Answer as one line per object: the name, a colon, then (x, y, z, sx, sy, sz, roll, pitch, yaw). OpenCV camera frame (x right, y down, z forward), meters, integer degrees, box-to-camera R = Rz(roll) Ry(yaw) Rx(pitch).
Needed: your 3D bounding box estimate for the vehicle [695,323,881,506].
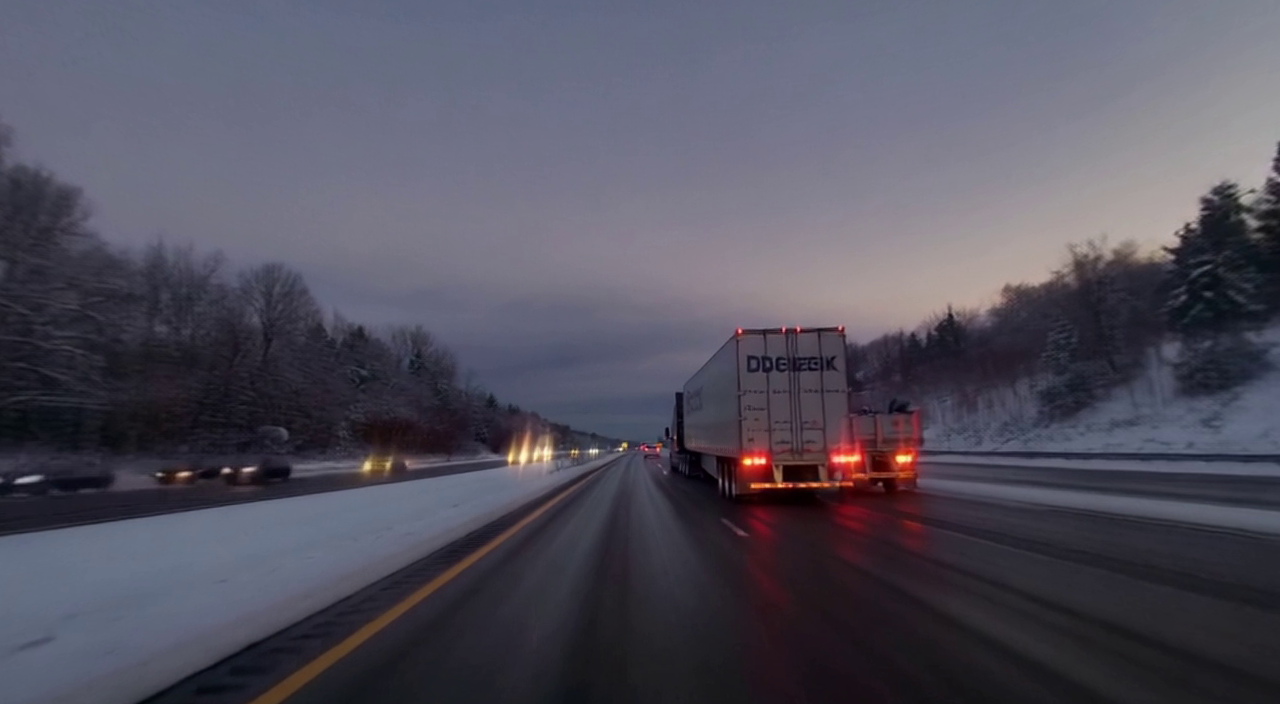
vehicle: (3.633, 2.070, 18.500, 3.025, 4.010, 9.542, 0, -9, 0)

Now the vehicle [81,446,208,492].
vehicle: (-29.981, 7.060, 38.286, 2.205, 2.500, 6.257, -1, -9, 5)

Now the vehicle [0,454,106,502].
vehicle: (-27.457, 5.626, 28.262, 2.059, 1.950, 4.866, -1, -9, 7)

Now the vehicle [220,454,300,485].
vehicle: (-21.827, 6.746, 36.245, 1.882, 1.581, 4.199, -1, -9, 2)
